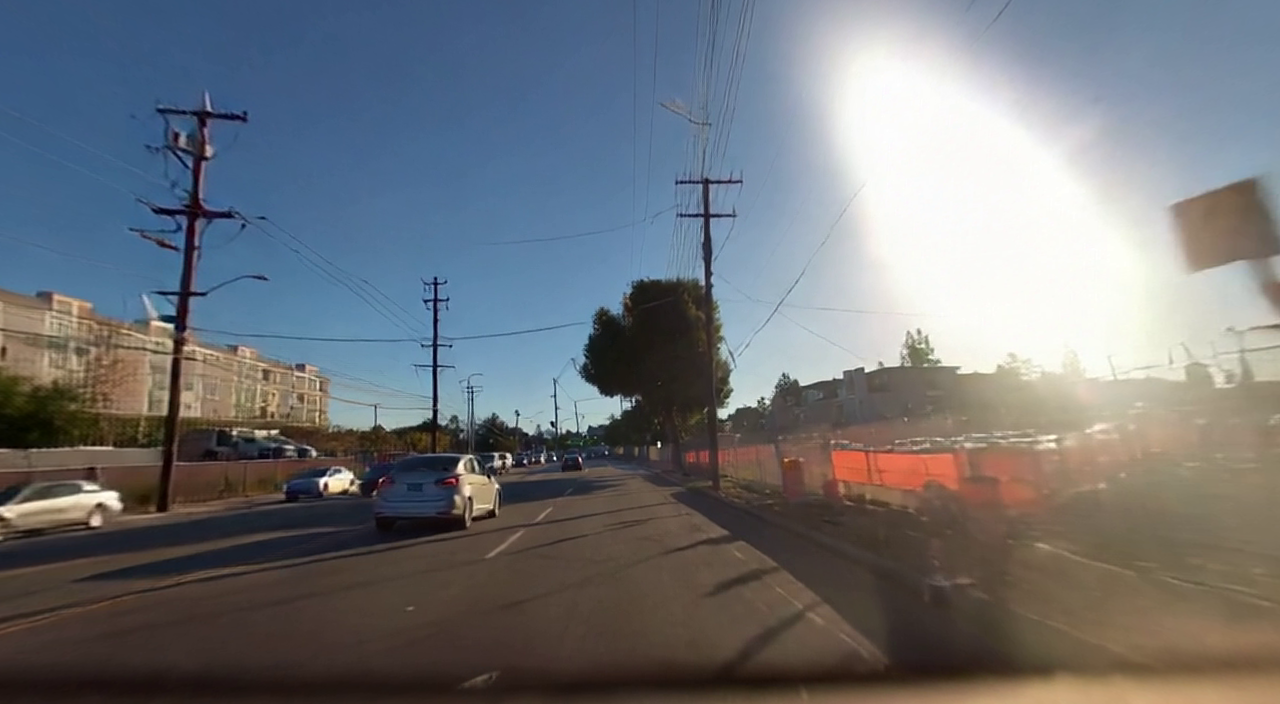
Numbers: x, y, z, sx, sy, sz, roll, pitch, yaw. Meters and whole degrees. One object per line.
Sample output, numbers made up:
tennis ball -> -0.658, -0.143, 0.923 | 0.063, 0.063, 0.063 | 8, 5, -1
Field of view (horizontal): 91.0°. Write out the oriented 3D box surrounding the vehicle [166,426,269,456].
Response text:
vehicle -> -25.780, 5.490, 38.575 | 4.635, 1.737, 2.146 | 1, -9, -6

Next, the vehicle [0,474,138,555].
vehicle -> -14.343, 3.648, 14.391 | 1.950, 1.516, 4.704 | 1, -9, -2

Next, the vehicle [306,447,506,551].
vehicle -> -3.896, 2.505, 11.492 | 2.020, 1.489, 4.469 | 1, -9, -1
